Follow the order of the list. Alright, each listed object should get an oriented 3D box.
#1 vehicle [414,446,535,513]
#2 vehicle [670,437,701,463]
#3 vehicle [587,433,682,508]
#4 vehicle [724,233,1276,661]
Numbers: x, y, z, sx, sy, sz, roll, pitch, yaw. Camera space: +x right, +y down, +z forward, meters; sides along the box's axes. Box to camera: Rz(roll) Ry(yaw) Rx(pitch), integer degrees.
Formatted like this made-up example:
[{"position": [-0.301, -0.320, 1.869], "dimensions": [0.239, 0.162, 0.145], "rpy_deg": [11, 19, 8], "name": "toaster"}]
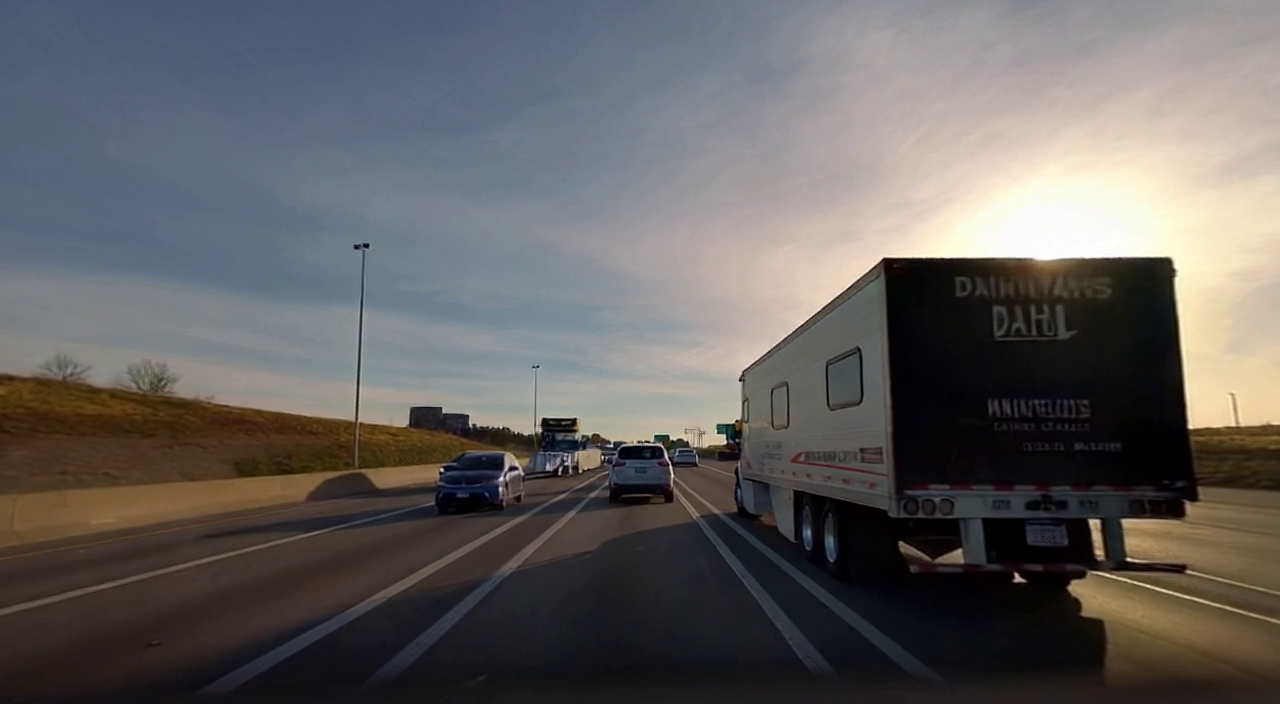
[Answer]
[{"position": [-4.020, 3.137, 16.025], "dimensions": [1.933, 1.465, 3.898], "rpy_deg": [0, -9, 1], "name": "vehicle"}, {"position": [3.490, 7.578, 48.800], "dimensions": [2.020, 1.874, 4.431], "rpy_deg": [0, -9, 0], "name": "vehicle"}, {"position": [-0.110, 3.075, 16.714], "dimensions": [2.201, 1.719, 4.058], "rpy_deg": [0, -9, 1], "name": "vehicle"}, {"position": [2.906, 1.141, 8.007], "dimensions": [2.533, 2.942, 7.280], "rpy_deg": [0, -9, -1], "name": "vehicle"}]
